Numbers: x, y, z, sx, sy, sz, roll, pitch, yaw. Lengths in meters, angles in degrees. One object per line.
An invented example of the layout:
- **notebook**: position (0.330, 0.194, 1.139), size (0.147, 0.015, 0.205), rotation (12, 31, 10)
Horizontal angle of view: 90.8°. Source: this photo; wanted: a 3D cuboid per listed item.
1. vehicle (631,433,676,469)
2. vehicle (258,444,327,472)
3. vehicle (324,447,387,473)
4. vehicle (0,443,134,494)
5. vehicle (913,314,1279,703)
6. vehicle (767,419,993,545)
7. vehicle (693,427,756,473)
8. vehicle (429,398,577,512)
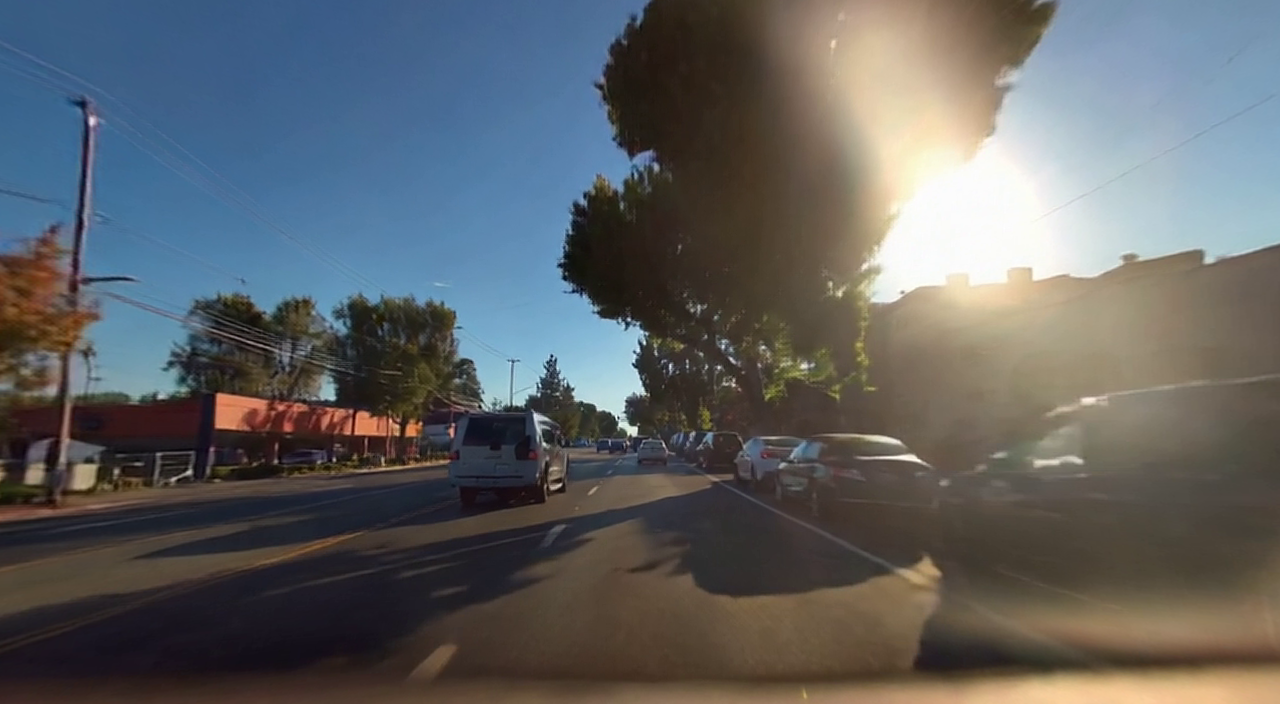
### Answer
- **vehicle**: position (0.614, 4.929, 31.583), size (2.126, 1.657, 4.132), rotation (0, -8, 0)
- **vehicle**: position (-24.913, 7.584, 45.531), size (2.095, 1.862, 5.261), rotation (0, -8, -2)
- **vehicle**: position (-19.595, 7.448, 43.781), size (1.911, 1.638, 5.028), rotation (0, -8, 1)
- **vehicle**: position (-23.915, 4.690, 25.679), size (4.791, 1.928, 2.144), rotation (0, -8, 0)
- **vehicle**: position (3.848, 0.864, 3.319), size (2.081, 1.888, 5.986), rotation (0, -8, -1)
- **vehicle**: position (3.586, 2.017, 10.501), size (1.931, 1.625, 4.409), rotation (0, -8, -1)
- **vehicle**: position (3.711, 4.405, 28.541), size (2.090, 1.861, 4.805), rotation (0, -8, -1)
- **vehicle**: position (-2.835, 2.310, 14.493), size (2.213, 2.123, 5.124), rotation (0, -8, 0)
